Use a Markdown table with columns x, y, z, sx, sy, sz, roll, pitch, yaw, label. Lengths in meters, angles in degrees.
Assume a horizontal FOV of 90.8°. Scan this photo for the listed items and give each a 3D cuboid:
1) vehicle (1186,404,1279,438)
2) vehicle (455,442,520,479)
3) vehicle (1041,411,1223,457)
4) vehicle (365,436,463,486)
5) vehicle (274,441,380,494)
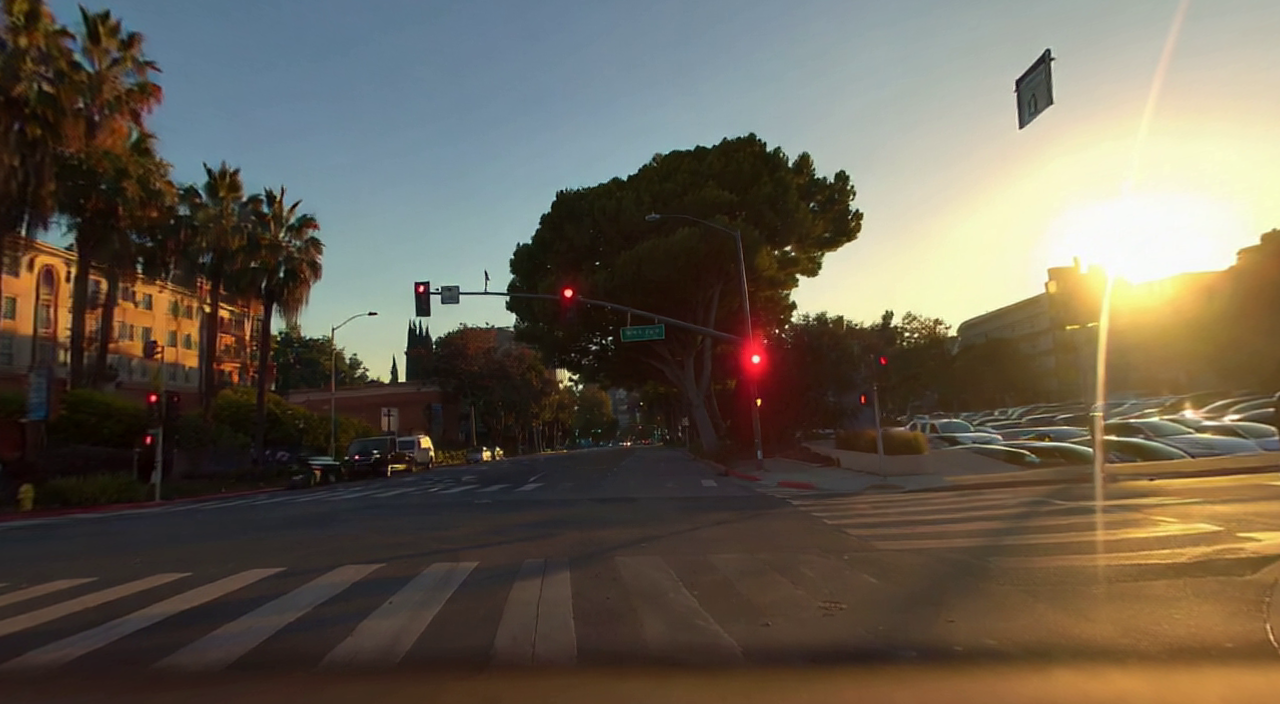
| x | y | z | sx | sy | sz | roll | pitch | yaw | label |
| --- | --- | --- | --- | --- | --- | --- | --- | --- | --- |
| 34.898 | 4.028 | 36.658 | 4.326 | 1.511 | 1.725 | -8 | -9 | 17 | vehicle |
| -6.991 | 4.997 | 29.319 | 2.024 | 1.470 | 4.153 | -3 | -9 | -1 | vehicle |
| 16.964 | 2.905 | 22.095 | 4.560 | 1.453 | 1.851 | -3 | -9 | 18 | vehicle |
| -10.179 | 4.958 | 29.054 | 2.475 | 1.940 | 5.702 | -3 | -9 | 0 | vehicle |
| -13.736 | 5.065 | 28.144 | 2.251 | 1.957 | 4.968 | -4 | -9 | -1 | vehicle |
